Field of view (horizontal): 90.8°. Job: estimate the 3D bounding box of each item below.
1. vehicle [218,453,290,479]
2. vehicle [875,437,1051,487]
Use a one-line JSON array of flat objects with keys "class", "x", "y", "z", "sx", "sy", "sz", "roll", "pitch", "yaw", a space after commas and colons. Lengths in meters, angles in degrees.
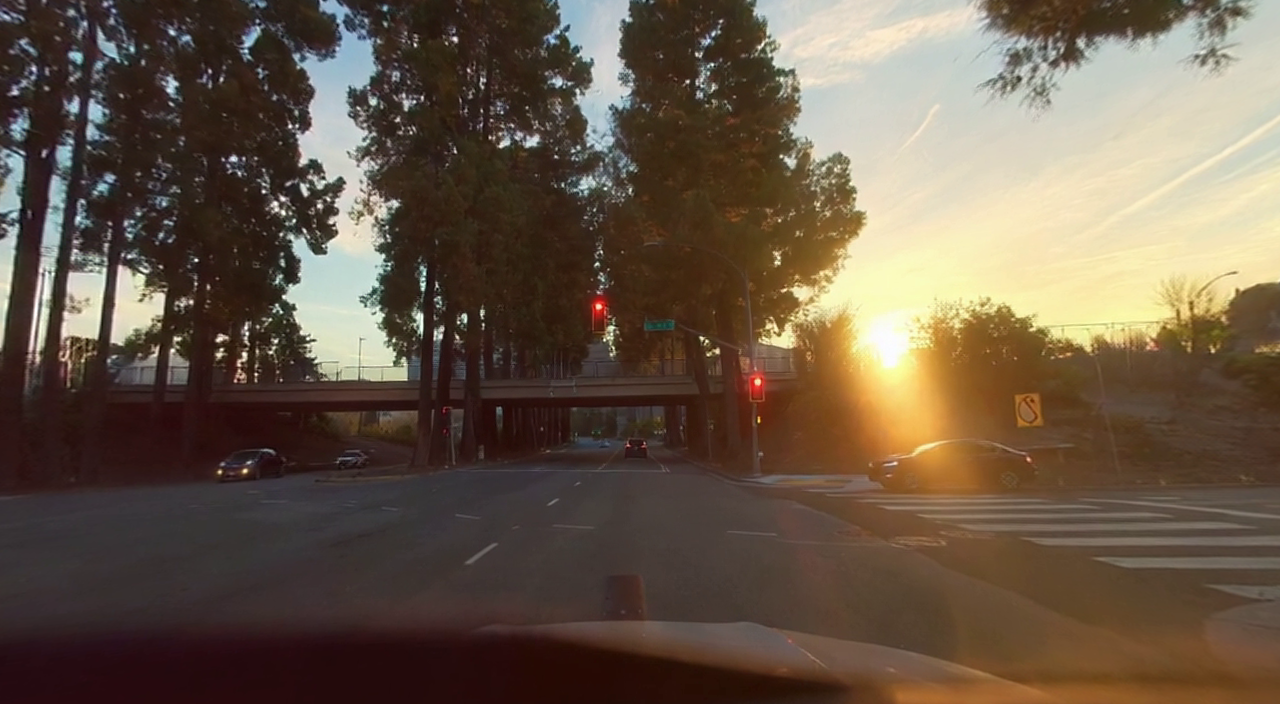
[{"class": "vehicle", "x": -23.945, "y": 7.059, "z": 39.382, "sx": 1.834, "sy": 1.482, "sz": 4.310, "roll": 0, "pitch": -9, "yaw": 0}, {"class": "vehicle", "x": 10.191, "y": 3.467, "z": 20.094, "sx": 4.691, "sy": 1.466, "sz": 1.800, "roll": 1, "pitch": -9, "yaw": -7}]
